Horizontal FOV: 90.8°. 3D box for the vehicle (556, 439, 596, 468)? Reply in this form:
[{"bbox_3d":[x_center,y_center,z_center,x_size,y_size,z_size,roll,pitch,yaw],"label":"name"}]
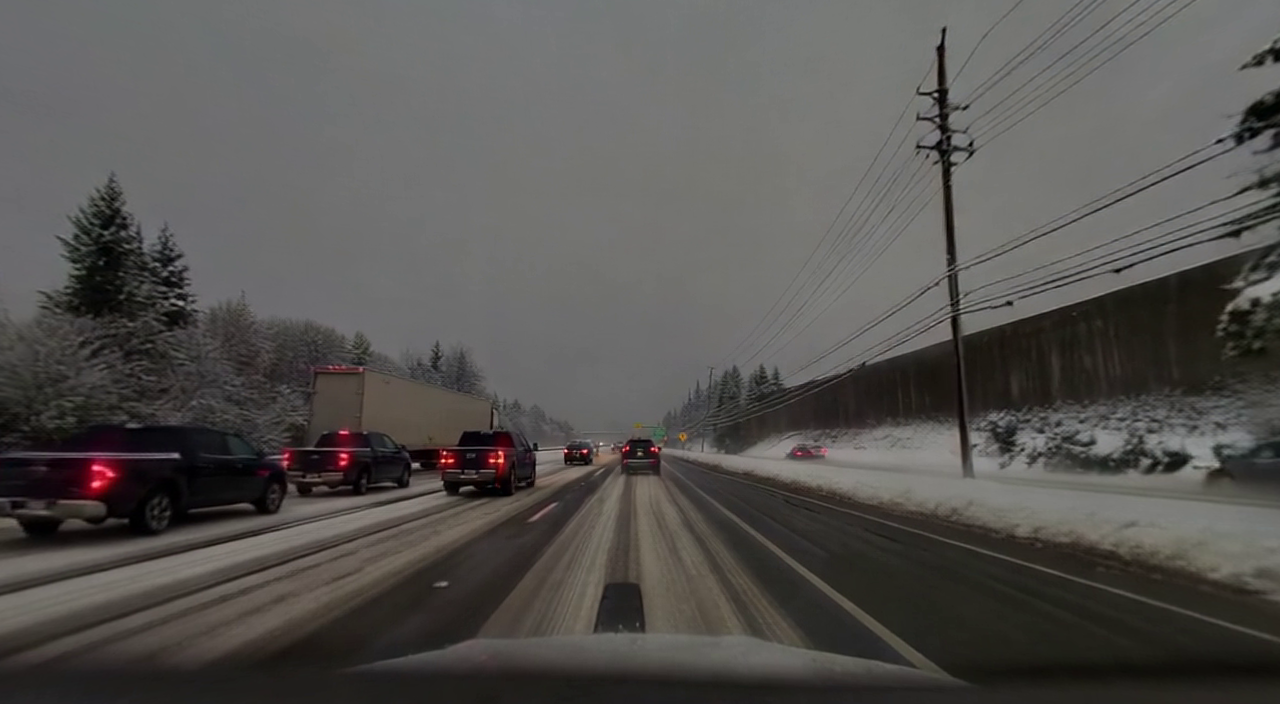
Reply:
[{"bbox_3d":[-3.956,6.373,39.773,1.976,1.705,4.176,0,-9,1],"label":"vehicle"}]

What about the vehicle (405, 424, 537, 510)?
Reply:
[{"bbox_3d":[-3.783,2.659,14.987,1.923,1.716,4.289,0,-9,0],"label":"vehicle"}]

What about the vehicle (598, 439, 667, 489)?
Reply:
[{"bbox_3d":[-0.251,3.698,21.128,2.089,1.477,3.818,0,-9,-1],"label":"vehicle"}]

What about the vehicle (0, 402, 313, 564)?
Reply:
[{"bbox_3d":[-6.951,1.771,9.188,2.027,1.762,4.386,0,-9,0],"label":"vehicle"}]

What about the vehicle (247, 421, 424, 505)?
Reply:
[{"bbox_3d":[-7.571,2.823,16.483,2.054,1.825,5.072,0,-9,0],"label":"vehicle"}]
